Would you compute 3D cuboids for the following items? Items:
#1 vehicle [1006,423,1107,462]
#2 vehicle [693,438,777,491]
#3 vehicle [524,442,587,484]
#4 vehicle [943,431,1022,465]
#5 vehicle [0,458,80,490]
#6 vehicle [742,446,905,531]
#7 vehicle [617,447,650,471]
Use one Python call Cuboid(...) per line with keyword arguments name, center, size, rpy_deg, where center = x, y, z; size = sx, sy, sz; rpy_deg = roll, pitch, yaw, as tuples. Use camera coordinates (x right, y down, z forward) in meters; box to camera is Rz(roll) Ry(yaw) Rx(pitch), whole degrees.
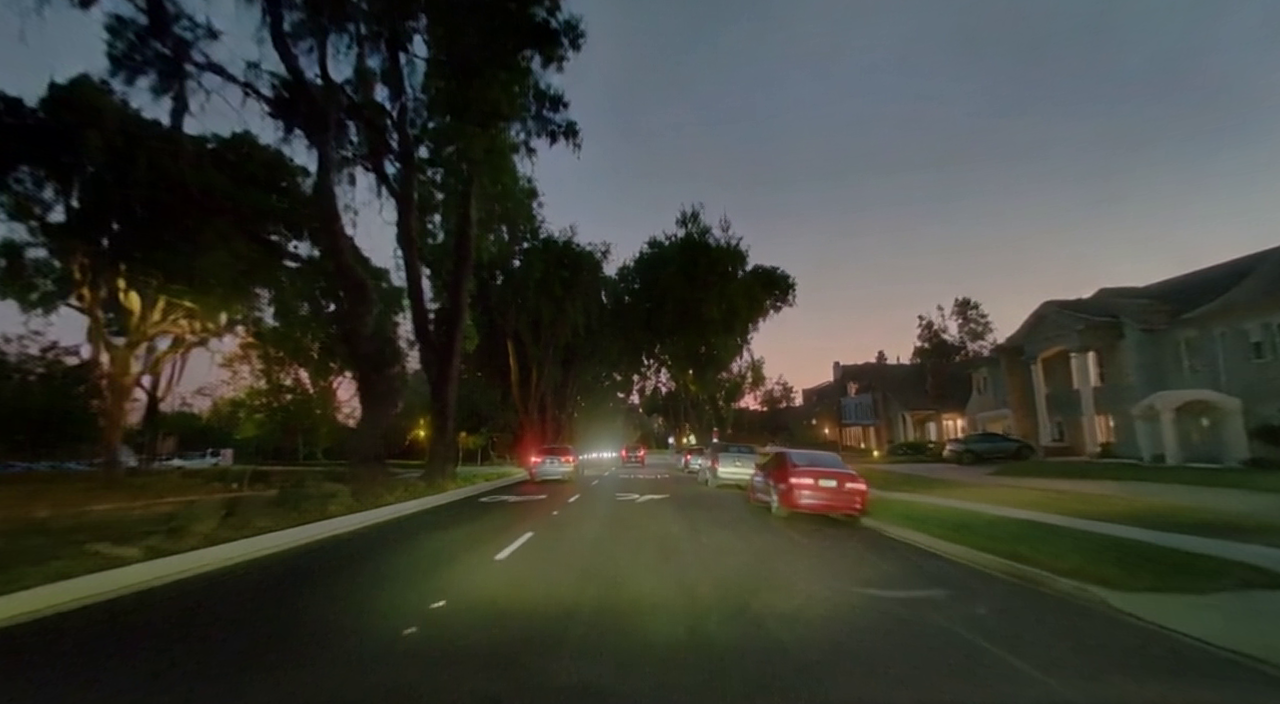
Cuboid(name="vehicle", center=(19.326, 4.252, 29.599), size=(1.938, 1.668, 4.286), rpy_deg=(0, -9, 3))
Cuboid(name="vehicle", center=(3.589, 4.389, 24.949), size=(2.273, 1.860, 5.077), rpy_deg=(1, -9, -3))
Cuboid(name="vehicle", center=(-3.589, 4.822, 27.799), size=(2.129, 1.668, 4.722), rpy_deg=(0, -9, 0))
Cuboid(name="vehicle", center=(16.443, 4.651, 30.572), size=(1.747, 1.460, 4.247), rpy_deg=(0, -9, 6))
Cuboid(name="vehicle", center=(-41.567, 8.114, 42.285), size=(2.307, 1.896, 6.192), rpy_deg=(0, -9, 2))
Cuboid(name="vehicle", center=(3.673, 2.814, 13.736), size=(2.019, 1.495, 4.755), rpy_deg=(0, -9, -1))
Cuboid(name="vehicle", center=(-0.407, 7.215, 42.895), size=(2.142, 1.548, 4.273), rpy_deg=(0, -9, 0))
